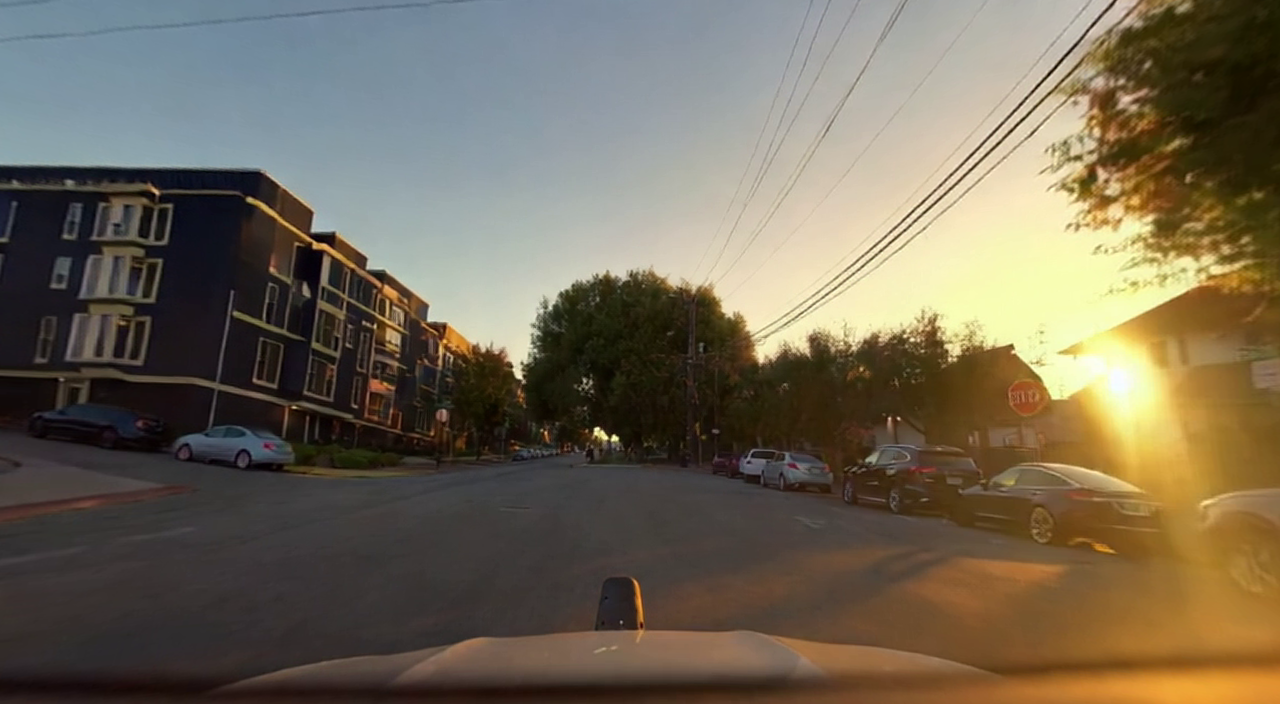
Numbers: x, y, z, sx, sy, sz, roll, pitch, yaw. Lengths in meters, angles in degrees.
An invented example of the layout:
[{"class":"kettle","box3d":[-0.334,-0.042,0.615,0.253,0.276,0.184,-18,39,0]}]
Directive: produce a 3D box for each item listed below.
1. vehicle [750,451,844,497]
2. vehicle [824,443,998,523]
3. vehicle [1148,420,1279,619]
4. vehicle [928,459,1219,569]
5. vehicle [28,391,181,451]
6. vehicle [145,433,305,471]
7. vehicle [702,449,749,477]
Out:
[{"class":"vehicle","box3d":[5.970,4.678,24.748,2.122,1.554,4.777,1,-8,-5]},{"class":"vehicle","box3d":[6.606,3.200,16.165,1.917,1.704,4.840,1,-8,-5]},{"class":"vehicle","box3d":[6.953,1.363,4.601,2.181,1.792,5.066,1,-8,-1]},{"class":"vehicle","box3d":[6.882,2.567,10.739,1.900,1.368,4.176,1,-8,-1]},{"class":"vehicle","box3d":[-20.637,2.663,24.401,4.598,1.645,2.019,6,-7,15]},{"class":"vehicle","box3d":[-15.523,3.771,23.933,4.603,1.335,1.889,2,-9,-12]},{"class":"vehicle","box3d":[4.994,6.500,37.349,1.901,1.495,4.340,1,-8,-4]}]
